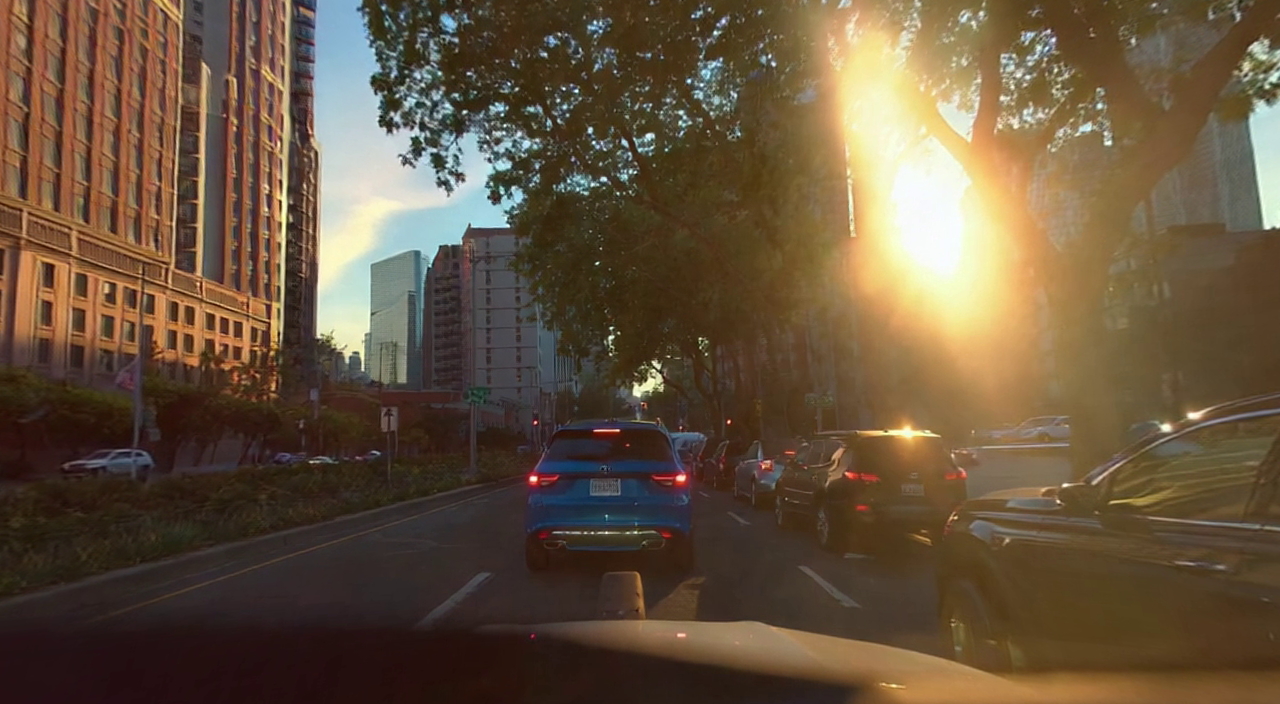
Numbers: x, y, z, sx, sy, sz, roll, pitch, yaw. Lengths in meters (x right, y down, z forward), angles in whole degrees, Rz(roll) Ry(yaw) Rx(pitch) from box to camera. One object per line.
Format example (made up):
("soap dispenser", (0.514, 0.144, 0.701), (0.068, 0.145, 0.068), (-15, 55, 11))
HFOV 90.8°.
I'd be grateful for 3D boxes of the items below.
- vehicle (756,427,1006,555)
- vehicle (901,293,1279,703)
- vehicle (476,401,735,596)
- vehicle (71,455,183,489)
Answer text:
("vehicle", (3.279, 1.985, 9.808), (1.941, 1.482, 4.632), (0, -9, -2))
("vehicle", (2.999, 0.750, 2.245), (2.063, 1.760, 4.664), (0, -9, -1))
("vehicle", (-0.342, 1.586, 7.639), (2.249, 1.684, 4.084), (0, -9, -1))
("vehicle", (-25.318, 5.917, 31.429), (1.960, 1.459, 4.699), (1, -9, -6))
